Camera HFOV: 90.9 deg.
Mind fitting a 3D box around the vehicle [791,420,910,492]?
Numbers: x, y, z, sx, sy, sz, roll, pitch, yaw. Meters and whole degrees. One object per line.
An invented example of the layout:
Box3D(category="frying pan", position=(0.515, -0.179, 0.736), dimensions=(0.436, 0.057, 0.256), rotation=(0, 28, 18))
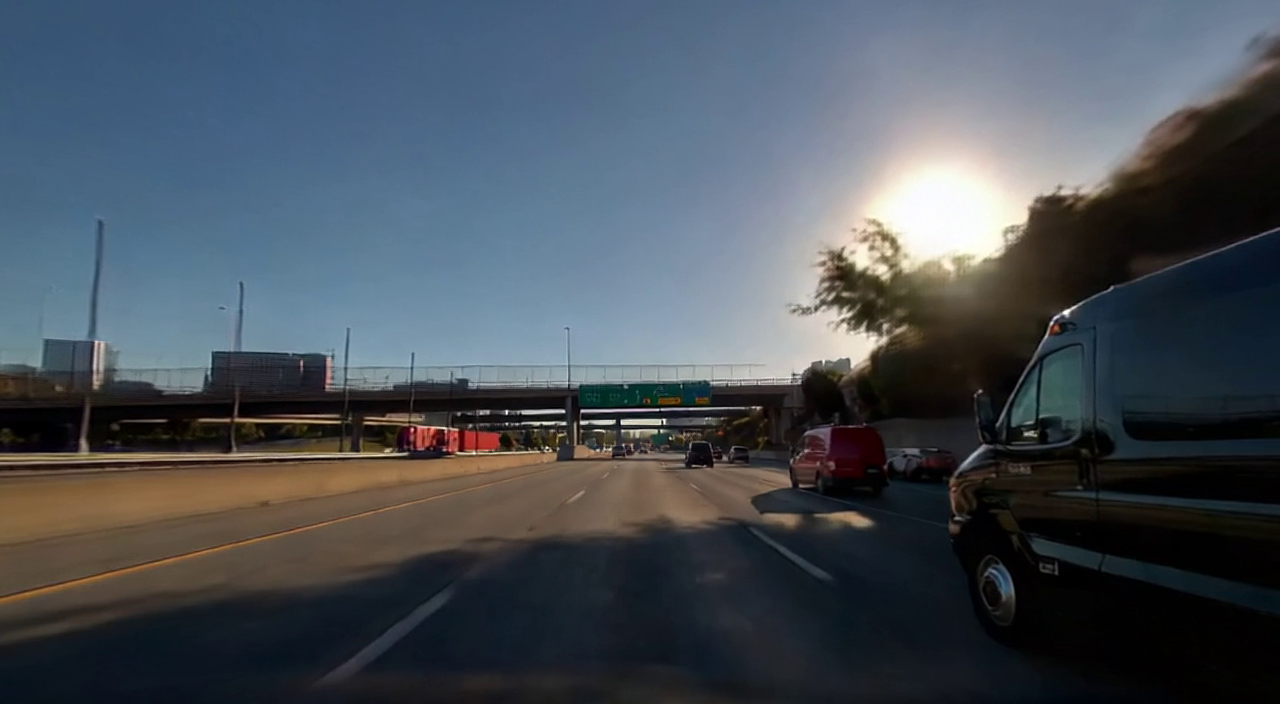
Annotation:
Box3D(category="vehicle", position=(7.210, 3.630, 22.354), dimensions=(2.301, 2.203, 5.419), rotation=(0, -8, 0))

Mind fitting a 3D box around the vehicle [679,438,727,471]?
Box3D(category="vehicle", position=(4.065, 6.715, 41.614), dimensions=(2.464, 1.961, 5.520), rotation=(0, -8, -1))

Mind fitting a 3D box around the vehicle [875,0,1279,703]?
Box3D(category="vehicle", position=(3.173, 0.231, 1.648), dimensions=(2.436, 2.745, 7.034), rotation=(0, -8, 1))
